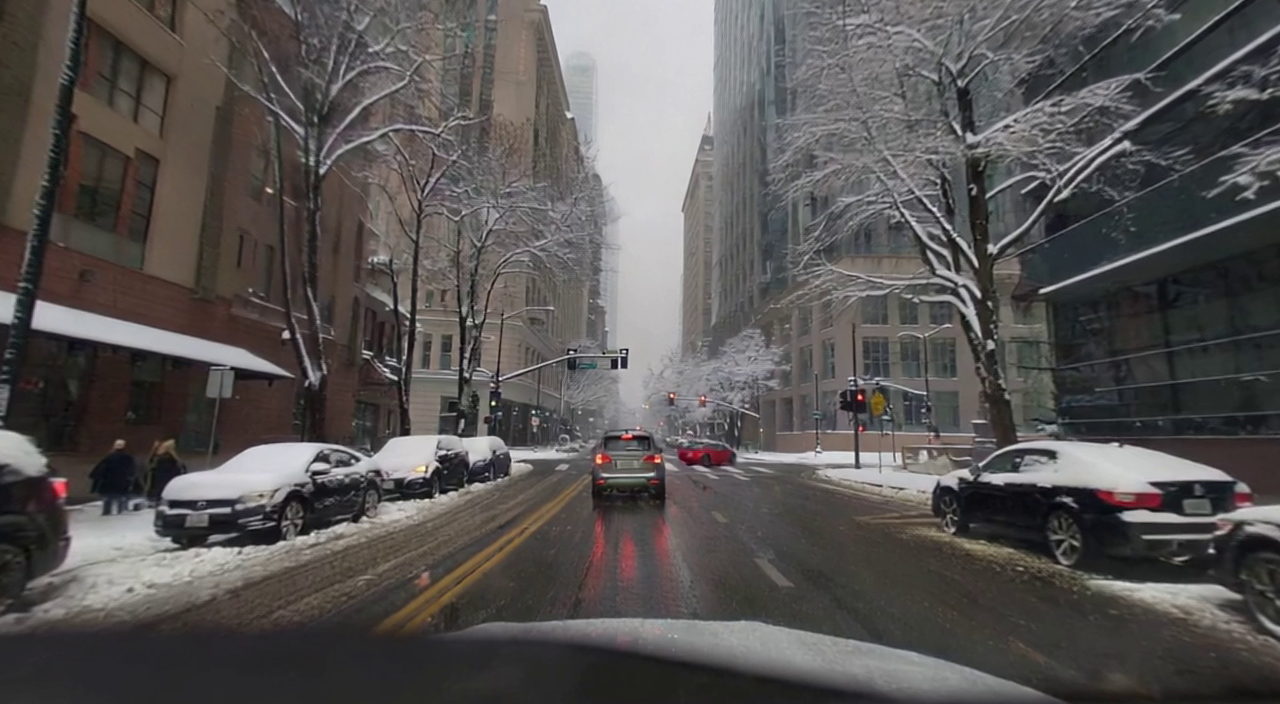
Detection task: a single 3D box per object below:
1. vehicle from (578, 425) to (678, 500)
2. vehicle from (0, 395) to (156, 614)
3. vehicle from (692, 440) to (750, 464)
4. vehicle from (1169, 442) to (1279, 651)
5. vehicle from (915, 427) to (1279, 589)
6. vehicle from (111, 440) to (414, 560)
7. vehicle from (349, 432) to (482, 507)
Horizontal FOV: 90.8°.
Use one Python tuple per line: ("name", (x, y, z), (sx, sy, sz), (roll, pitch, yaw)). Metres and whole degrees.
("vehicle", (-0.241, 2.821, 16.425), (2.258, 1.687, 3.934), (0, -9, 1))
("vehicle", (-6.141, 1.094, 4.137), (1.947, 1.748, 4.988), (0, -8, 0))
("vehicle", (5.547, 6.736, 42.752), (1.824, 1.555, 4.638), (-7, -11, 36))
("vehicle", (5.607, 1.180, 3.054), (1.999, 1.498, 4.780), (0, -9, 1))
("vehicle", (5.996, 2.003, 9.048), (2.004, 1.699, 4.525), (0, -9, -1))
("vehicle", (-5.575, 2.190, 10.190), (1.841, 1.466, 4.364), (-1, -9, 7))
("vehicle", (-5.727, 3.049, 16.846), (1.904, 1.684, 4.529), (0, -9, 0))
